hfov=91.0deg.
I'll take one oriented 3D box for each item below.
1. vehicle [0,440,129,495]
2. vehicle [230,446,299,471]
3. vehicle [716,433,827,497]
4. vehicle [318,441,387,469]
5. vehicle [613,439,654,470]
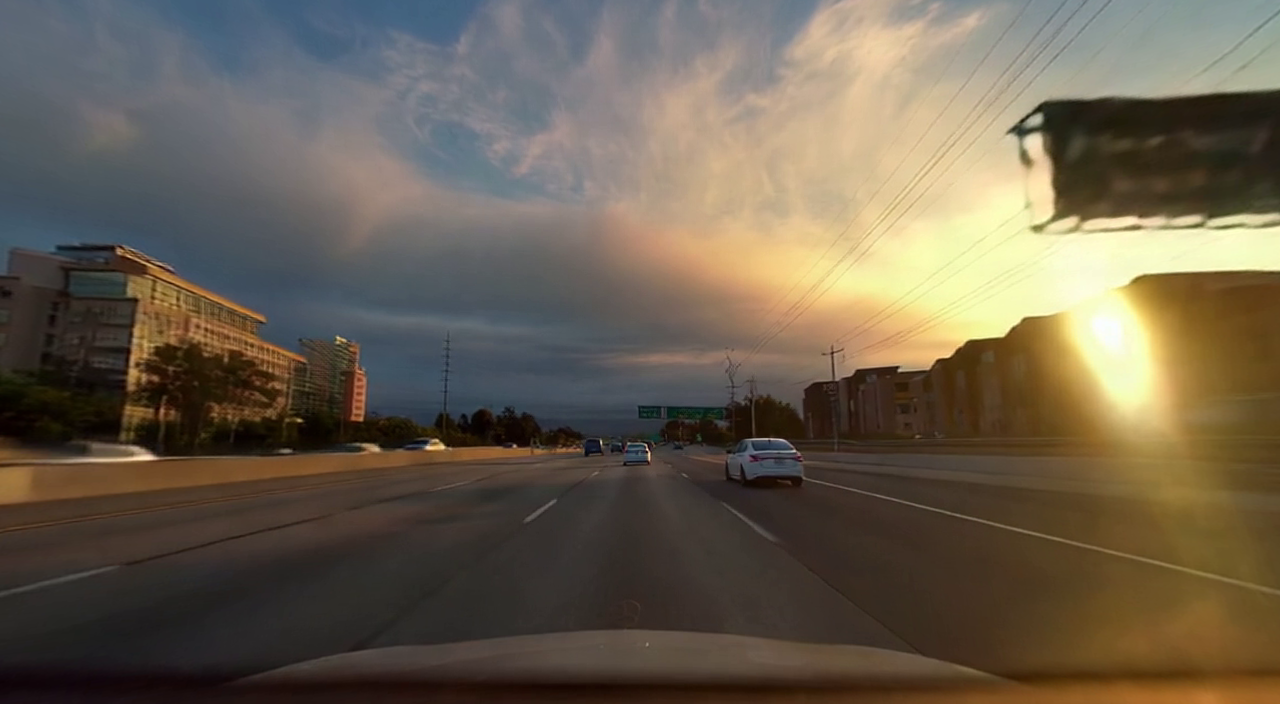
[{"bbox_3d":[-19.854,3.709,20.642,2.306,1.598,4.570,0,-8,0],"label":"vehicle"},{"bbox_3d":[-24.128,6.842,40.623,1.737,1.526,4.417,0,-9,0],"label":"vehicle"},{"bbox_3d":[3.489,3.082,17.654,1.995,1.533,4.463,0,-8,-2],"label":"vehicle"},{"bbox_3d":[-17.113,6.136,37.684,1.953,1.515,4.452,0,-8,1],"label":"vehicle"},{"bbox_3d":[-0.381,5.356,33.061,2.019,1.472,3.971,0,-8,-1],"label":"vehicle"}]
